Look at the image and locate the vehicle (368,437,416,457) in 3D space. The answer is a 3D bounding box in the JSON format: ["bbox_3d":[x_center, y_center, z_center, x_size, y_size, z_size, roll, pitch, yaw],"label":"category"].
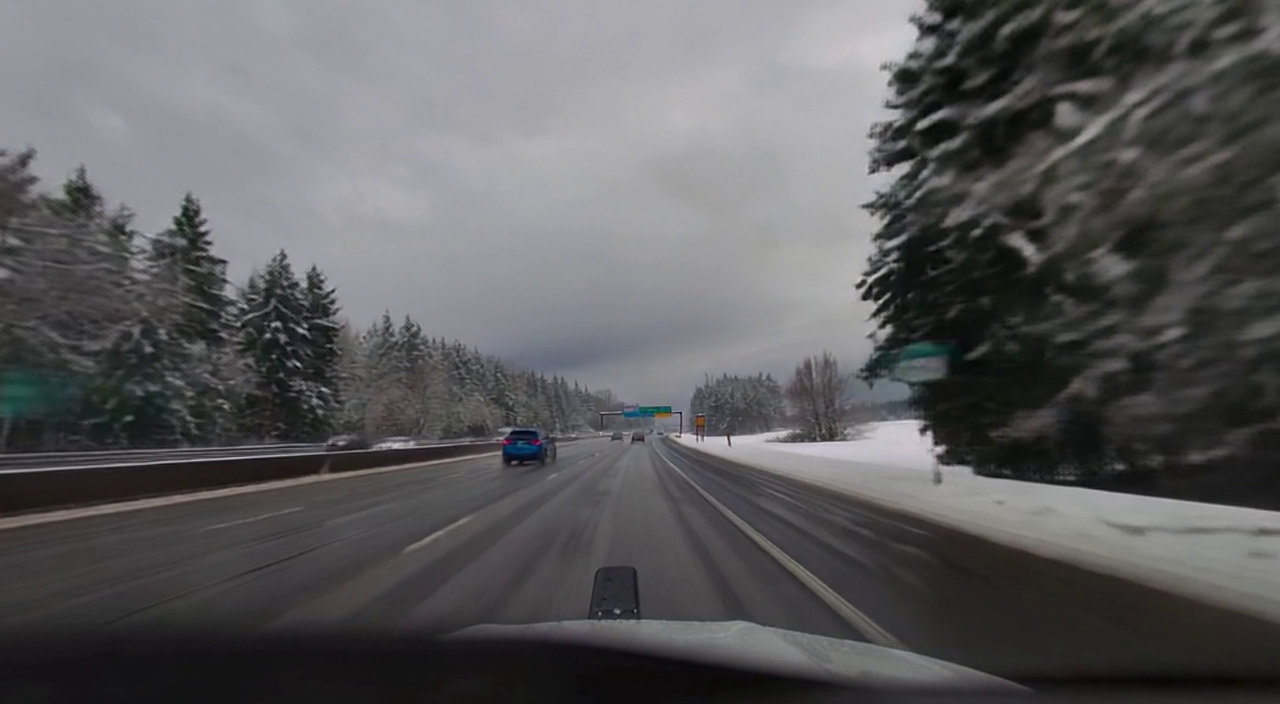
[{"bbox_3d":[-19.481,7.456,49.693,1.803,1.464,4.532,0,-7,1],"label":"vehicle"}]

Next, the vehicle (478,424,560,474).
[{"bbox_3d":[-4.249,3.471,22.934,2.052,1.626,4.514,0,-7,1],"label":"vehicle"}]
